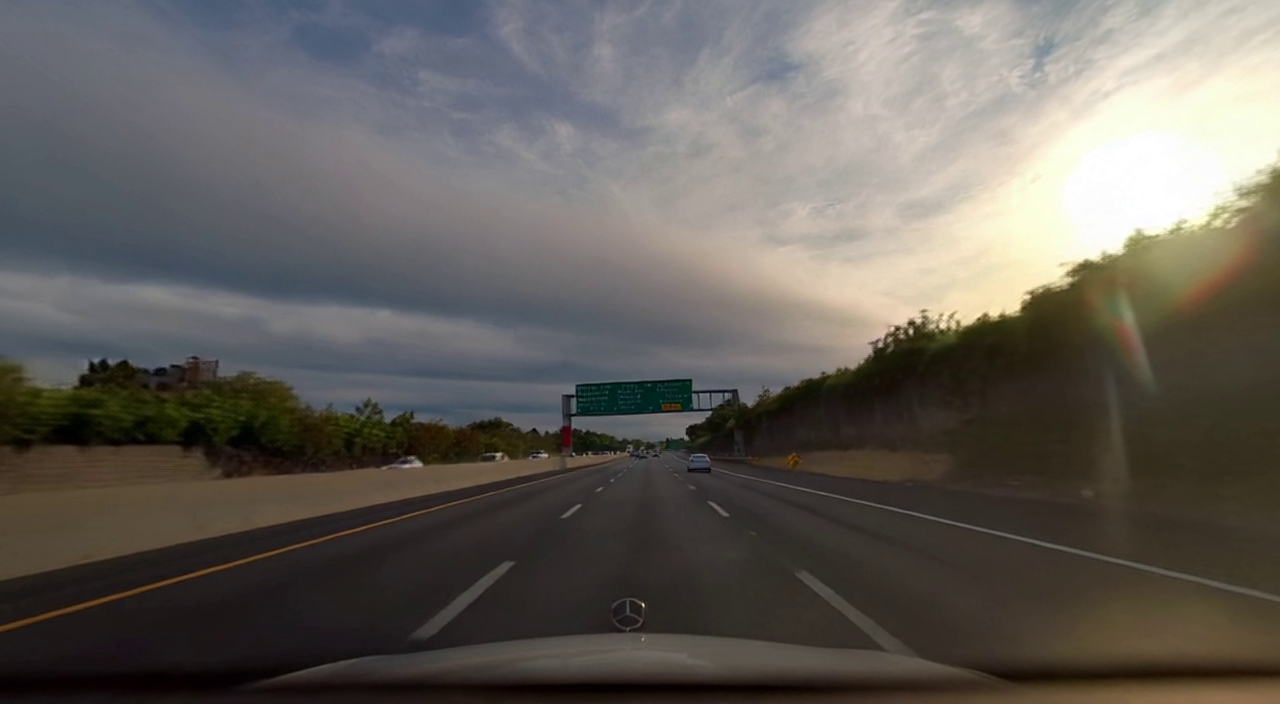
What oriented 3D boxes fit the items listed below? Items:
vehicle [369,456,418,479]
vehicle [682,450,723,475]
[{"bbox_3d":[-17.517,8.239,45.025,1.796,1.503,4.167,0,-9,1],"label":"vehicle"},{"bbox_3d":[3.681,6.596,37.859,2.065,1.400,4.028,0,-9,0],"label":"vehicle"}]
